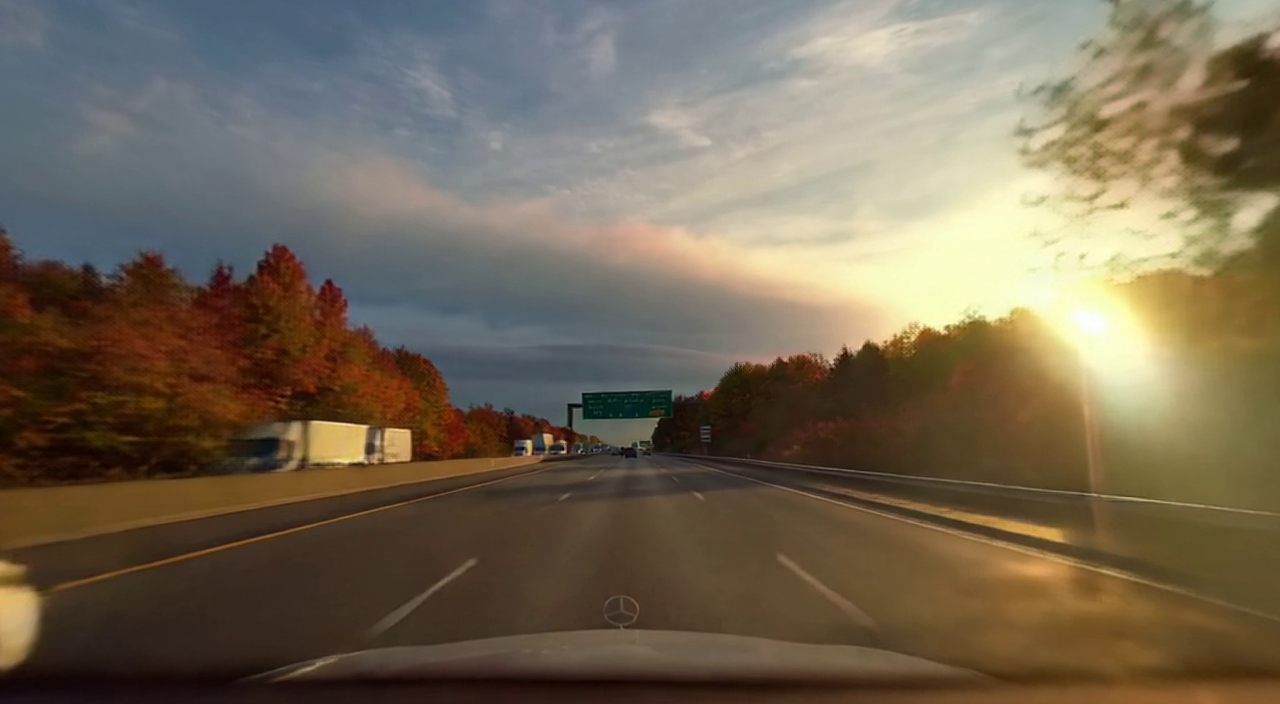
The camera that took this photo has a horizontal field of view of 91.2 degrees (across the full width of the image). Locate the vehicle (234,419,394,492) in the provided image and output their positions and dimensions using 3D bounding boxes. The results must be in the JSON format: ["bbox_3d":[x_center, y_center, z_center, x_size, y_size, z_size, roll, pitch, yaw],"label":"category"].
[{"bbox_3d":[-18.431,6.021,36.935,2.990,3.526,11.989,0,-9,0],"label":"vehicle"}]
